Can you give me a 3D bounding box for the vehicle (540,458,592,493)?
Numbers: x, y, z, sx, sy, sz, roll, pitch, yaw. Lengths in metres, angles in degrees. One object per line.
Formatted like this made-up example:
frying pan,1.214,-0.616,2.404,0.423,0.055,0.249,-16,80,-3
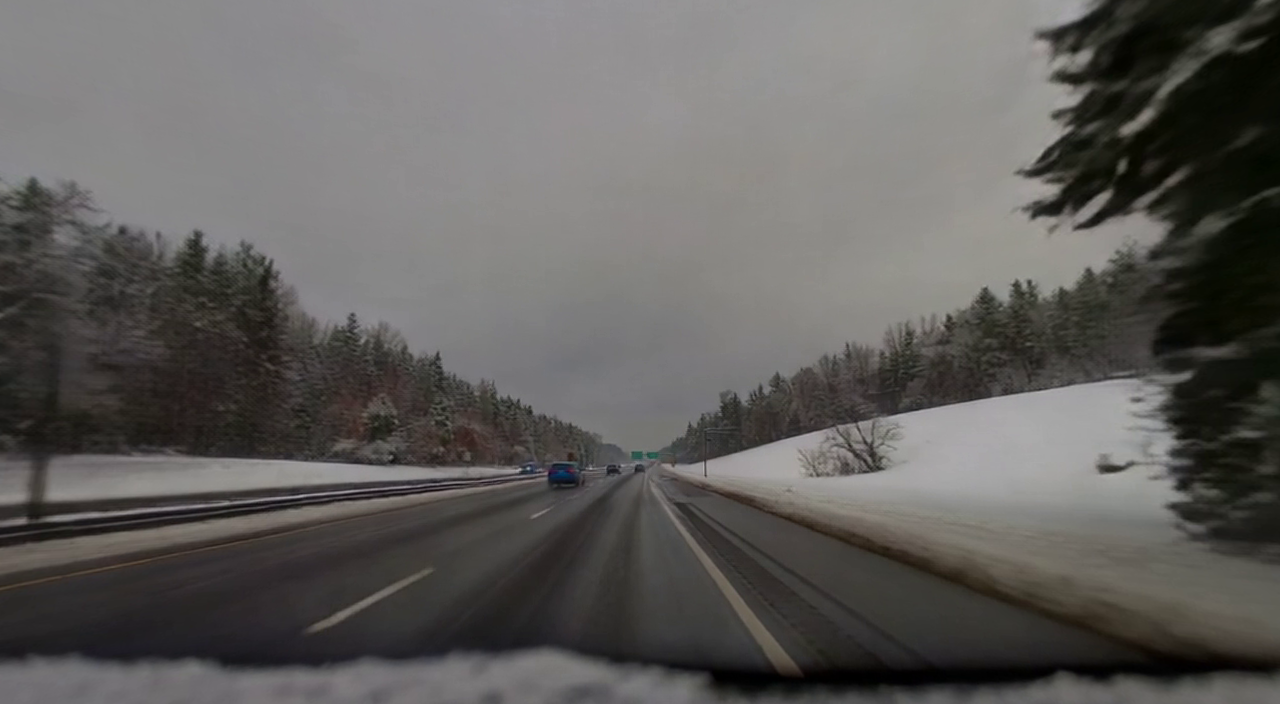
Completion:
vehicle,-3.724,6.343,32.431,2.042,1.629,4.276,1,-10,1
